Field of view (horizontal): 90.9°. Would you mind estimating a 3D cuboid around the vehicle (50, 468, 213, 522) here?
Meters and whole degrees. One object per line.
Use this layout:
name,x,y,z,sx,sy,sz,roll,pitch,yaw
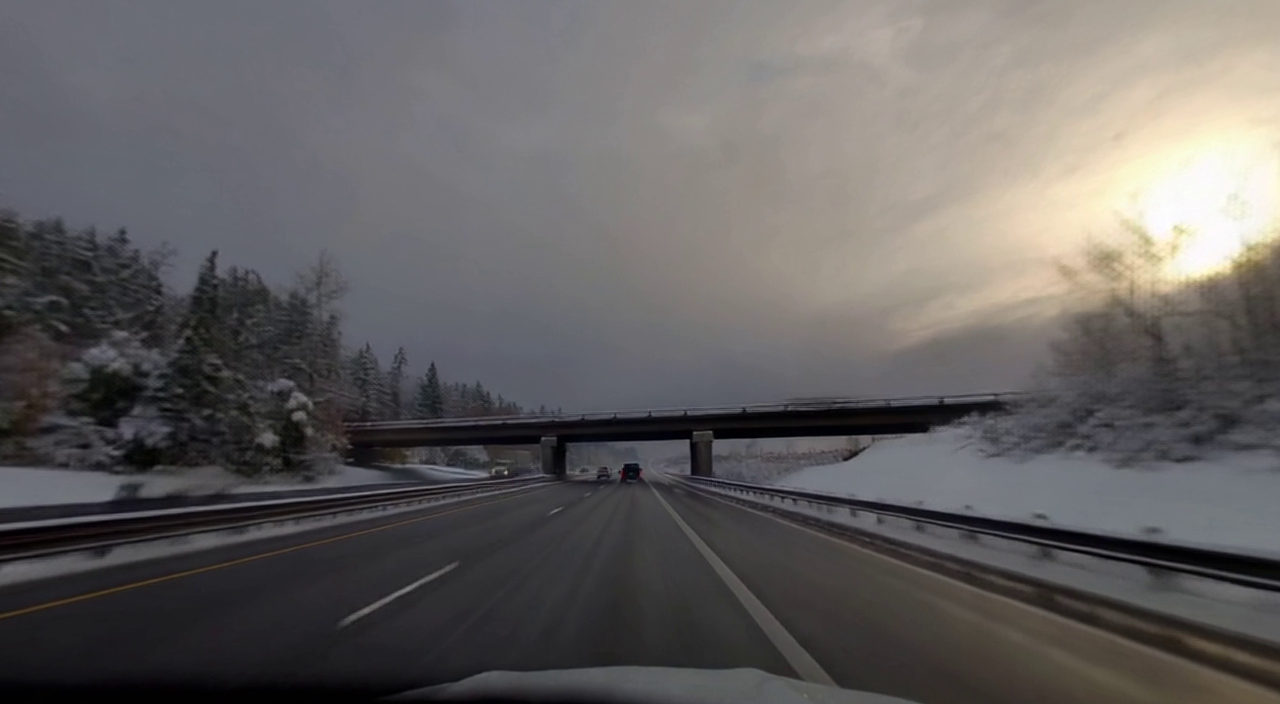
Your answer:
vehicle,-15.562,4.372,19.585,1.833,1.469,3.648,0,-11,3
